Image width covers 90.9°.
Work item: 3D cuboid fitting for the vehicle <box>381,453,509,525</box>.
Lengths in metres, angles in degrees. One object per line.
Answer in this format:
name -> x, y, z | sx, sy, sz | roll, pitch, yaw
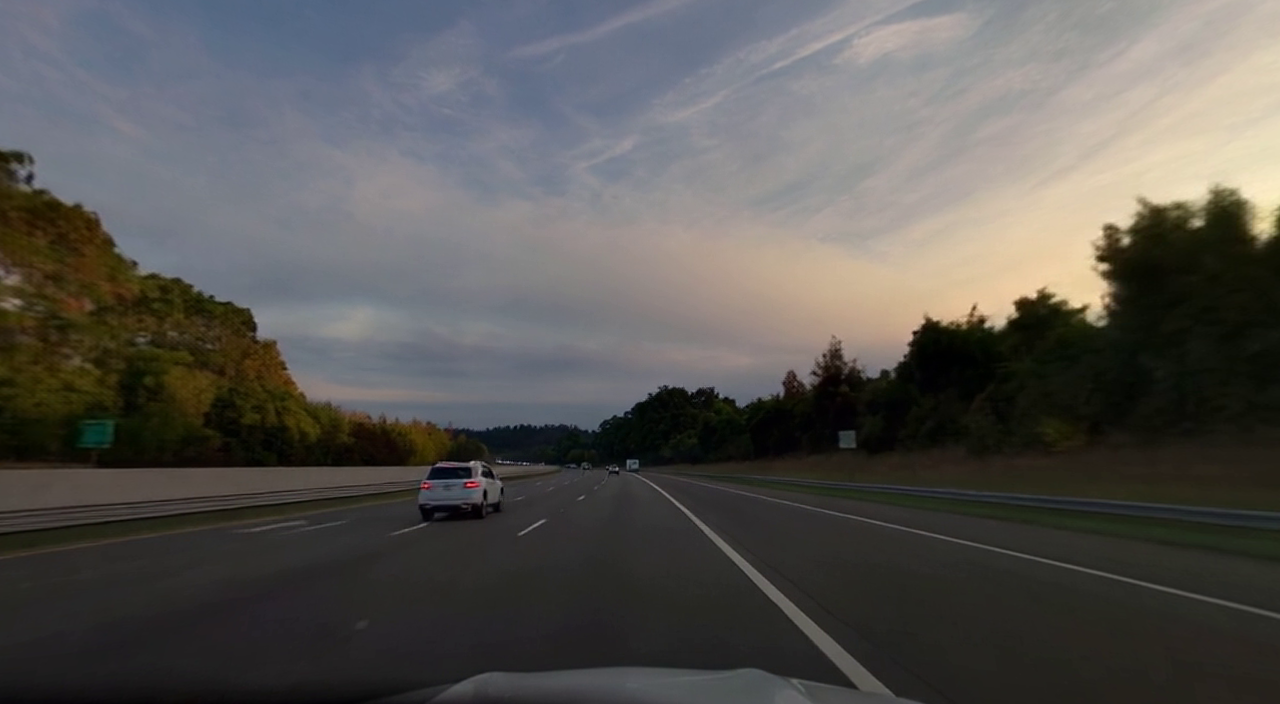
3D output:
vehicle -> -4.761, 3.423, 16.020 | 2.025, 1.584, 3.657 | 1, -11, 0
